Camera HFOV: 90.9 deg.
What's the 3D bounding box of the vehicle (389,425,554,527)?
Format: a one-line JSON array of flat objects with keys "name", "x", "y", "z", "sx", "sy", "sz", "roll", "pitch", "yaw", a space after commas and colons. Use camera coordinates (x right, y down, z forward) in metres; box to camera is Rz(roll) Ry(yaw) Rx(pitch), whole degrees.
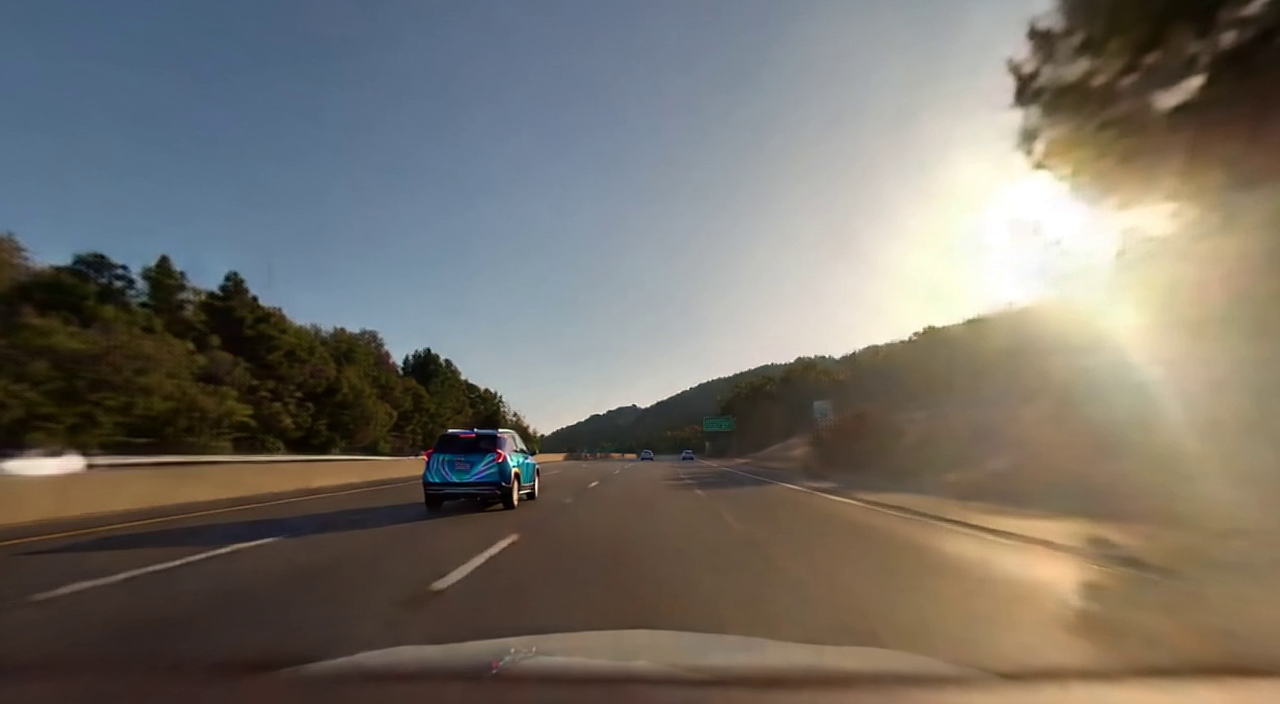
[{"name": "vehicle", "x": -3.359, "y": 2.587, "z": 13.779, "sx": 2.183, "sy": 1.803, "sz": 4.685, "roll": -1, "pitch": -8, "yaw": 2}]
